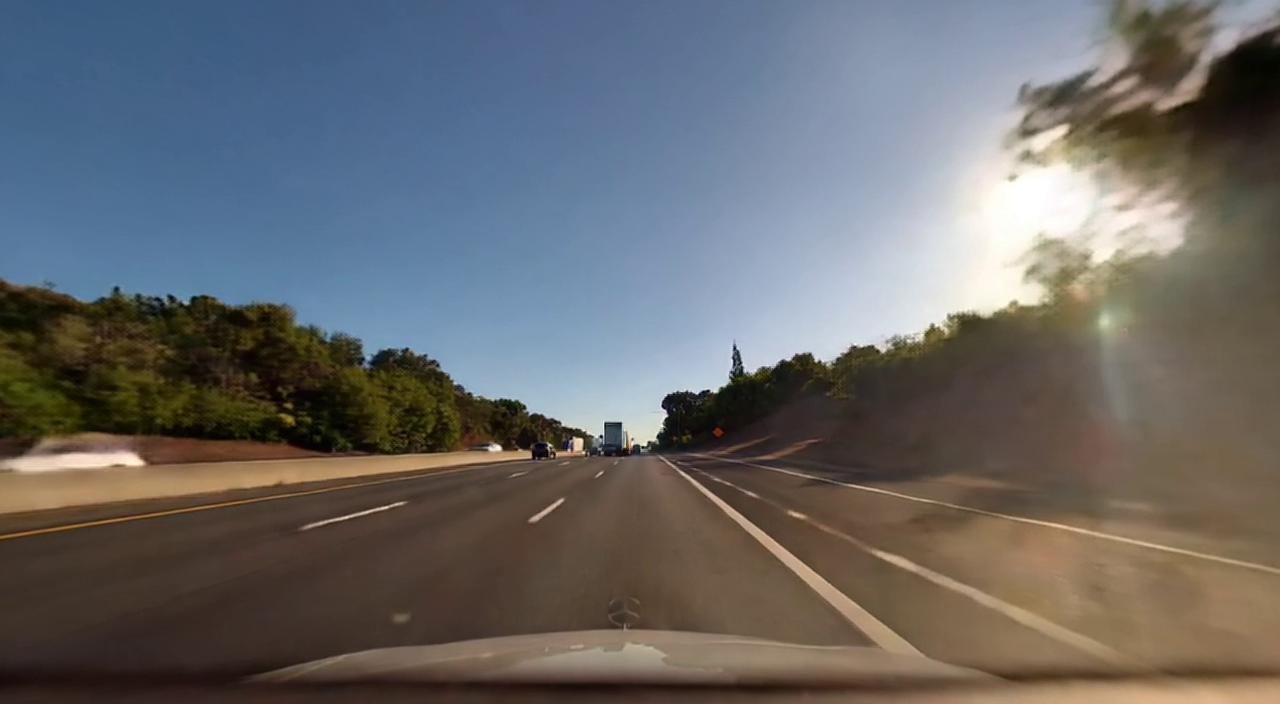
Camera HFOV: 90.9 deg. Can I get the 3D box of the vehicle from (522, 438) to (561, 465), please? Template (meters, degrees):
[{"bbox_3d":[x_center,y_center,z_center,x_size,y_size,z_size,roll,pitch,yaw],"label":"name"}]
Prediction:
[{"bbox_3d":[-7.065,7.146,45.586,2.043,1.828,4.436,0,-8,1],"label":"vehicle"}]
